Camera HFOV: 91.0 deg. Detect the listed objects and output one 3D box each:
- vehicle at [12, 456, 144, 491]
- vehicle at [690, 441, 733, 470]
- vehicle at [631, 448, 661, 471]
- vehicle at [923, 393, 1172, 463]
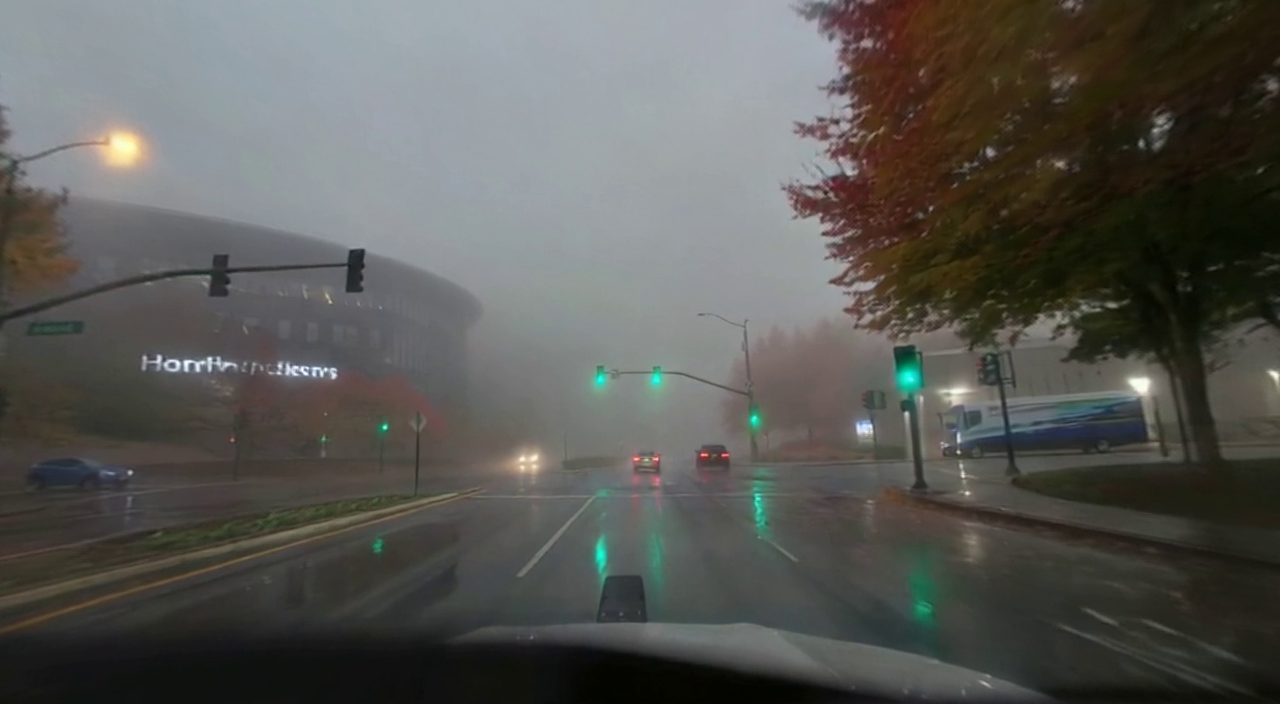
[{"bbox_3d":[-26.887,5.813,30.213,4.500,1.555,1.913,0,-9,2],"label":"vehicle"},{"bbox_3d":[4.664,6.874,41.899,2.174,1.749,4.739,0,-9,-1],"label":"vehicle"},{"bbox_3d":[0.430,7.486,43.981,2.014,1.525,4.197,0,-9,1],"label":"vehicle"},{"bbox_3d":[21.647,4.155,34.129,10.893,3.534,3.195,-1,-9,4],"label":"vehicle"}]
